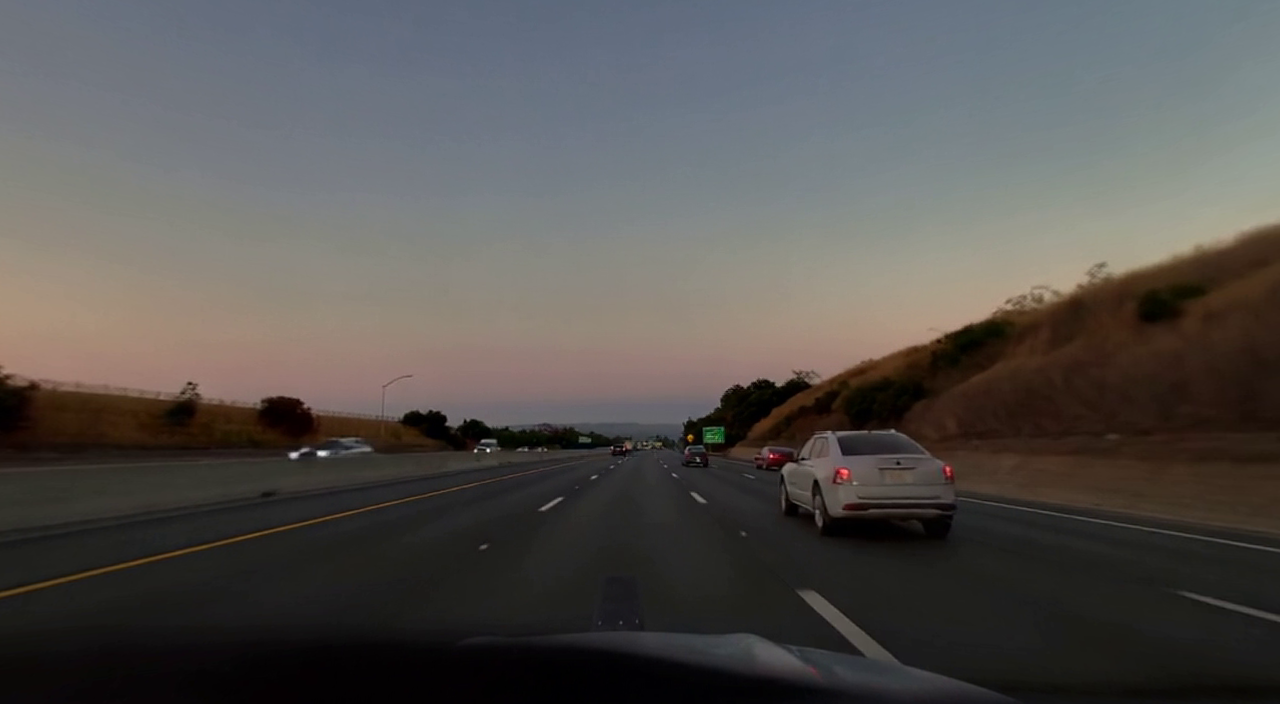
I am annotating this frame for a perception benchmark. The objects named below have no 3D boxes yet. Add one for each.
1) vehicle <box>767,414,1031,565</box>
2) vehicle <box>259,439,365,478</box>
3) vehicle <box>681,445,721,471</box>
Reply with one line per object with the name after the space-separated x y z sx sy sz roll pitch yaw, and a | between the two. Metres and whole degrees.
3.326 1.866 9.194 2.095 1.668 4.135 0 -9 0 | vehicle
-14.234 4.662 27.713 1.977 1.535 4.707 0 -9 2 | vehicle
3.714 6.518 39.037 2.047 1.501 4.237 0 -9 0 | vehicle
